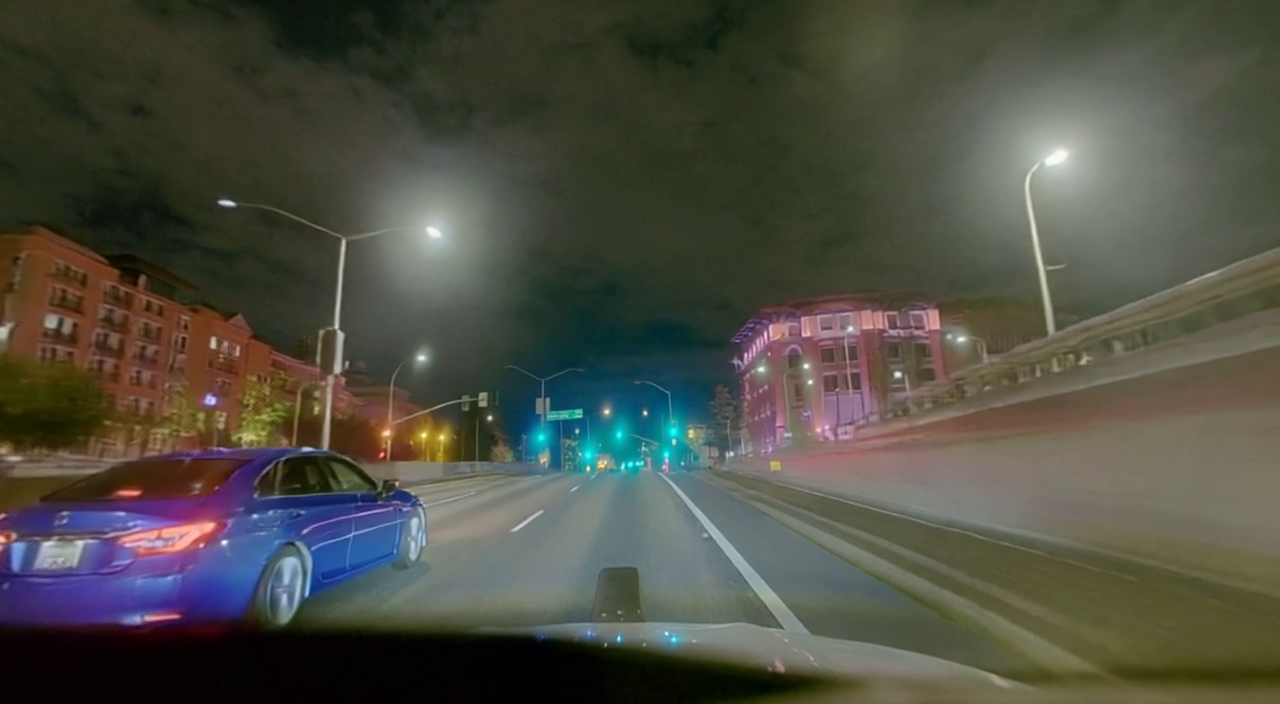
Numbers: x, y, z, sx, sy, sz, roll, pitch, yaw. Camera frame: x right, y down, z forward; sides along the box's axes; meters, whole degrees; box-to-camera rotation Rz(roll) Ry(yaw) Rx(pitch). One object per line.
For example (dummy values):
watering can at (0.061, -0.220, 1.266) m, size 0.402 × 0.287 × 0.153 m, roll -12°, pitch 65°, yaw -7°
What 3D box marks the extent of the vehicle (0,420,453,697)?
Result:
vehicle at (-3.338, 1.435, 5.611) m, size 2.041 × 1.470 × 4.290 m, roll 0°, pitch -9°, yaw 0°
